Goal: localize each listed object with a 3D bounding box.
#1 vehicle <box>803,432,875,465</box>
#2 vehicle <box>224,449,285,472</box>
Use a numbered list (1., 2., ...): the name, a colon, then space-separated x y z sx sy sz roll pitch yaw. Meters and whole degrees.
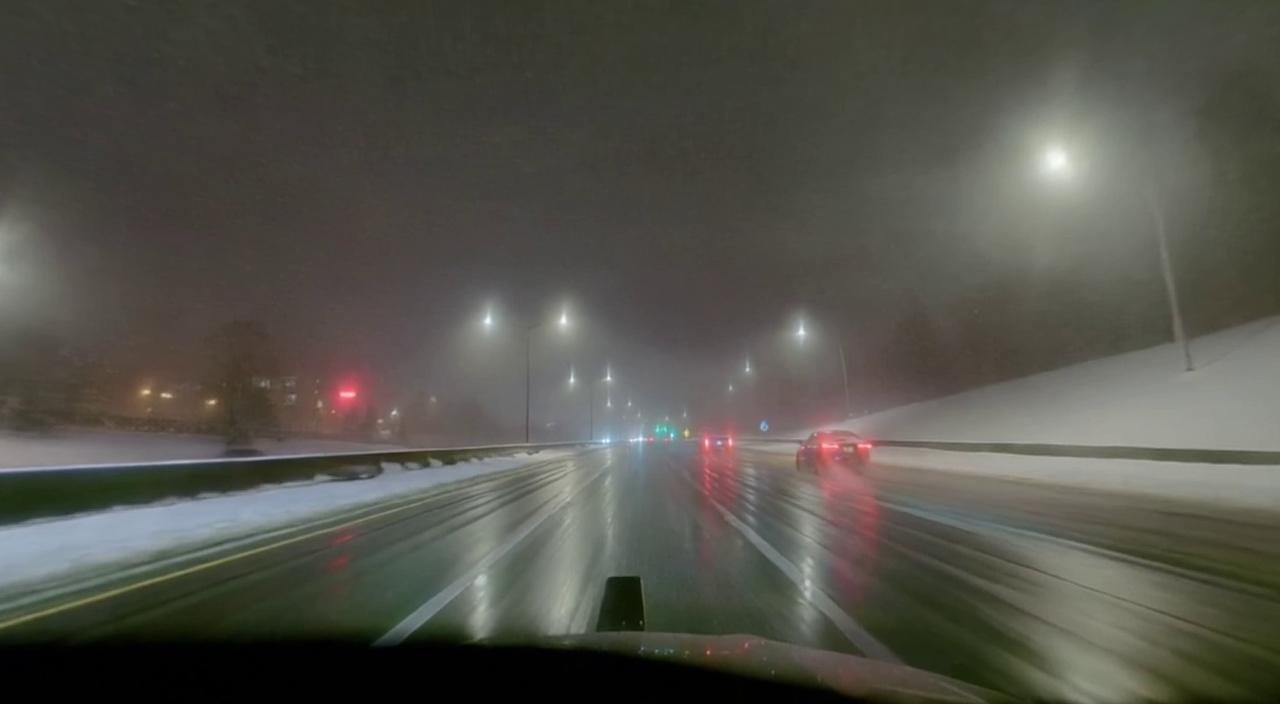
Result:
1. vehicle: 9.859 4.831 31.638 2.000 1.514 4.585 0 -8 -1
2. vehicle: -27.344 7.669 44.901 1.860 1.504 3.903 0 -8 0
